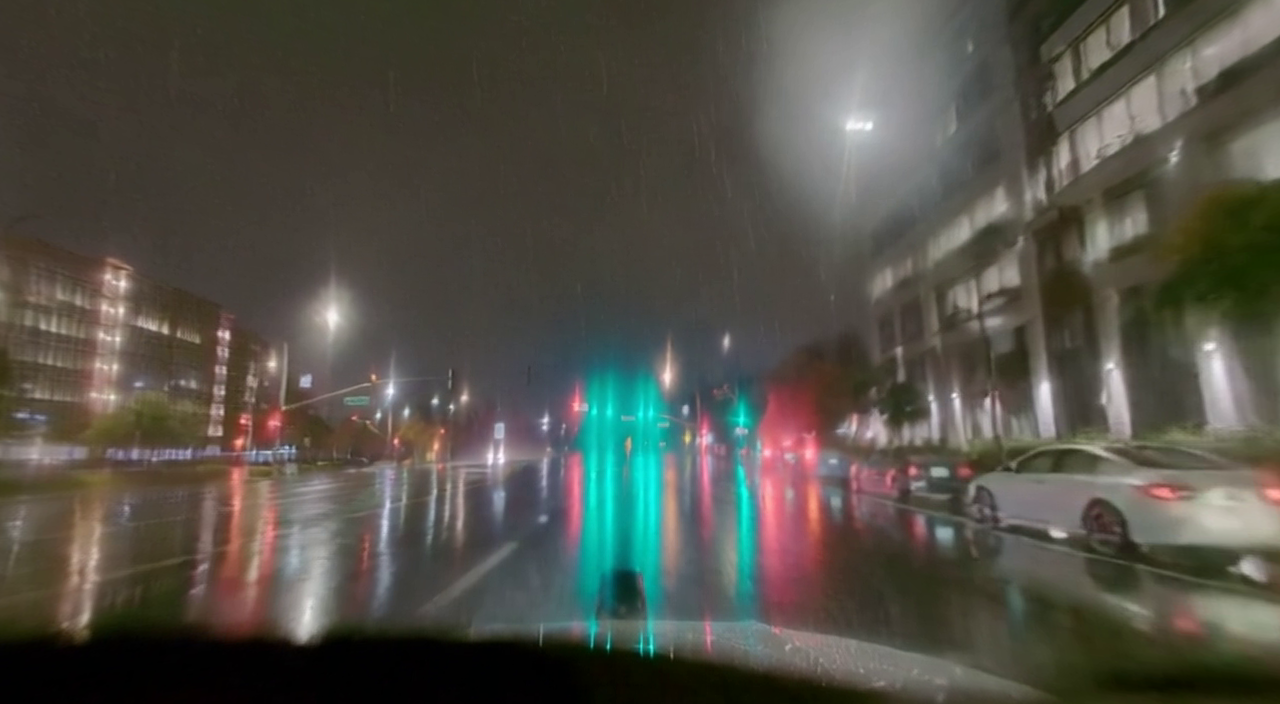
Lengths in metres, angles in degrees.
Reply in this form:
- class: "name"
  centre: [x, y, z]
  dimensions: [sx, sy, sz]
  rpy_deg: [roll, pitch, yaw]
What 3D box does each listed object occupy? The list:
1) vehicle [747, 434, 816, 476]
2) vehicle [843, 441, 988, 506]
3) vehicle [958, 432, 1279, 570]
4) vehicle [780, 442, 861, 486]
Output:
- class: "vehicle"
  centre: [6.800, 5.042, 30.839]
  dimensions: [2.169, 1.876, 4.931]
  rpy_deg: [0, -9, -1]
- class: "vehicle"
  centre: [7.033, 3.134, 16.633]
  dimensions: [1.864, 1.466, 4.352]
  rpy_deg: [0, -9, 0]
- class: "vehicle"
  centre: [6.924, 2.023, 9.440]
  dimensions: [1.884, 1.523, 4.746]
  rpy_deg: [0, -9, 2]
- class: "vehicle"
  centre: [6.867, 4.303, 24.443]
  dimensions: [1.863, 1.512, 4.525]
  rpy_deg: [0, -9, 1]
